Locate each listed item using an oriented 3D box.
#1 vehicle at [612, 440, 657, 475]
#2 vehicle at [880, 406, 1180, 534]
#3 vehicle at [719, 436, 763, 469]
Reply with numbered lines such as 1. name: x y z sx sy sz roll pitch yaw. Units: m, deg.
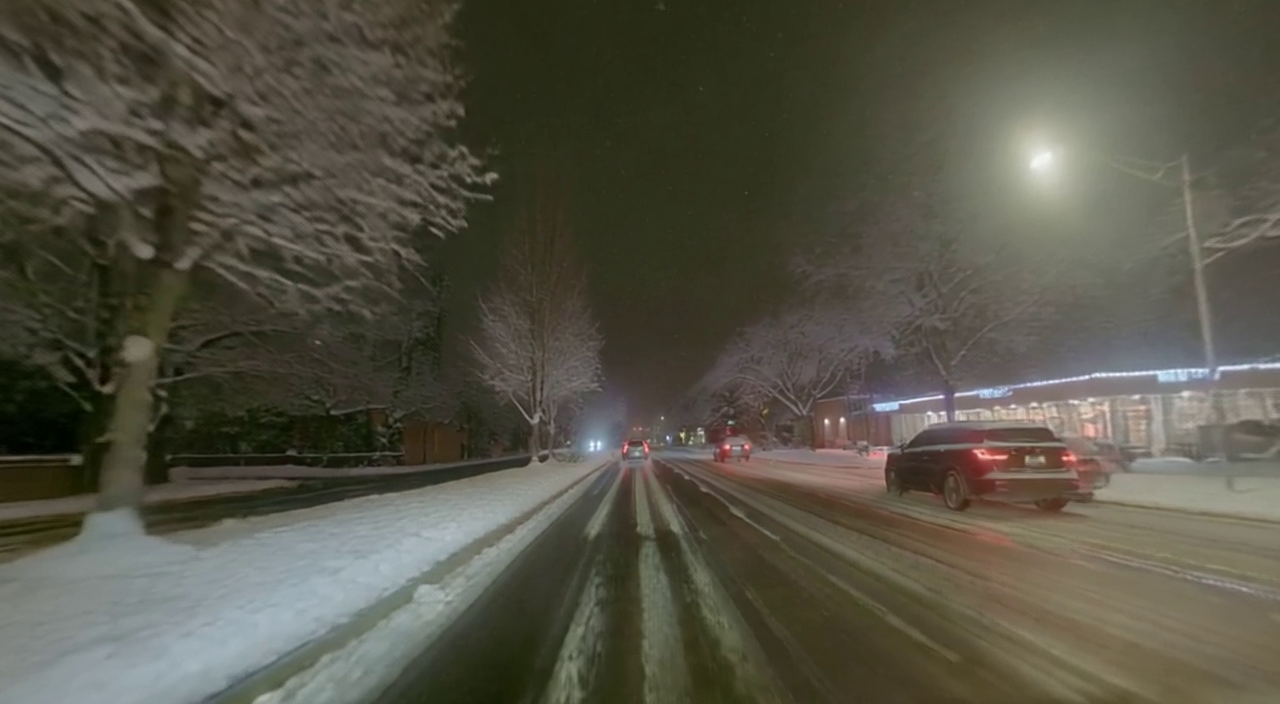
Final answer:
1. vehicle: -0.270 5.061 30.507 2.037 1.568 3.693 0 -8 0
2. vehicle: 7.037 2.220 12.527 2.240 1.923 5.678 0 -8 -1
3. vehicle: 6.030 6.089 38.389 1.955 1.845 4.538 0 -8 1
